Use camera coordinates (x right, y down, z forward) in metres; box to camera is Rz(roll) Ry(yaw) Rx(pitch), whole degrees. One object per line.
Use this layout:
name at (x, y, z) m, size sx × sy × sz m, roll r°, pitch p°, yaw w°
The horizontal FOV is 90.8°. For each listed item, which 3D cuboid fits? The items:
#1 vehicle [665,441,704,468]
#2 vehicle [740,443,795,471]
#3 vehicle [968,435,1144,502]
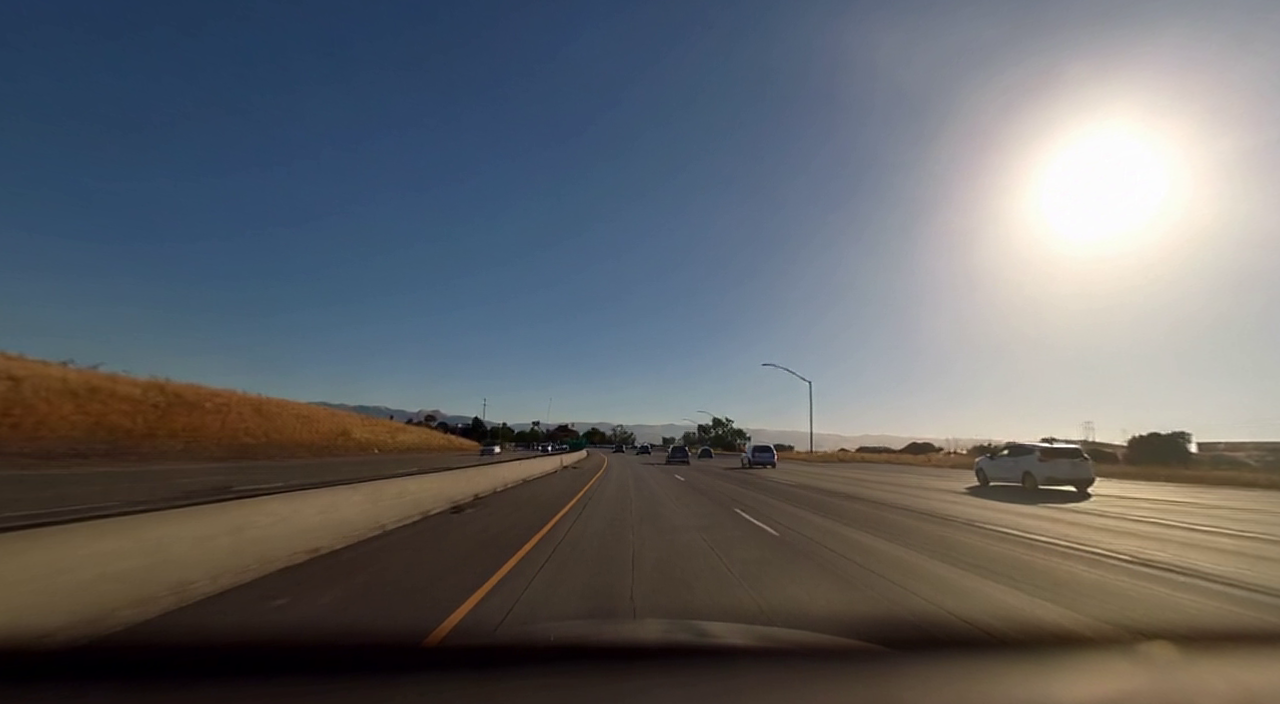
vehicle at (2.772, 6.516, 40.464) m, size 1.977 × 1.601 × 4.598 m, roll 0°, pitch -9°, yaw -2°
vehicle at (6.926, 5.747, 34.737) m, size 1.952 × 1.442 × 4.259 m, roll 0°, pitch -9°, yaw -2°
vehicle at (10.941, 3.062, 17.057) m, size 1.844 × 1.560 × 4.085 m, roll 0°, pitch -9°, yaw -1°
